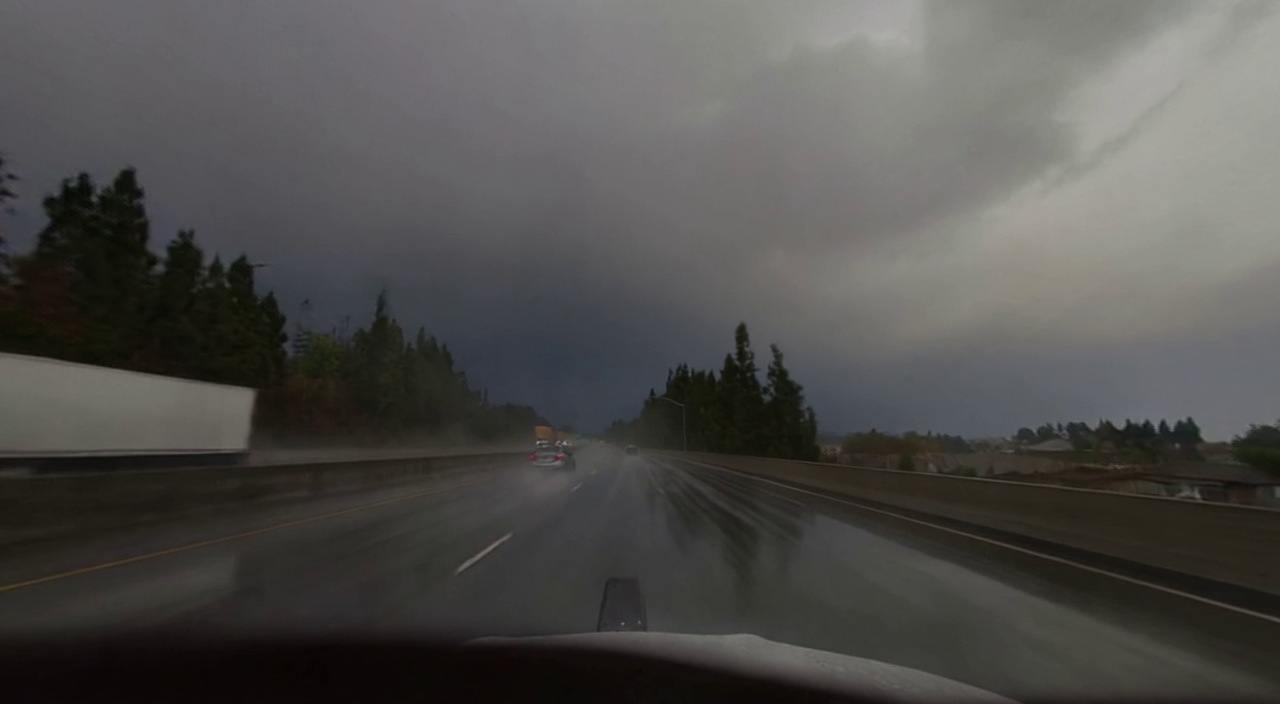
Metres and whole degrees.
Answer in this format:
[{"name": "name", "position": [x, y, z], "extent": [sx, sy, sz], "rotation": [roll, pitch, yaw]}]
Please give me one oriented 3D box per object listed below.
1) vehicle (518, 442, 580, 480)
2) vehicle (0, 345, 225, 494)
[{"name": "vehicle", "position": [-4.005, 4.876, 28.460], "extent": [2.083, 1.560, 4.713], "rotation": [0, -9, 0]}, {"name": "vehicle", "position": [-17.412, 1.909, 17.141], "extent": [2.973, 3.650, 13.844], "rotation": [0, -9, -1]}]
